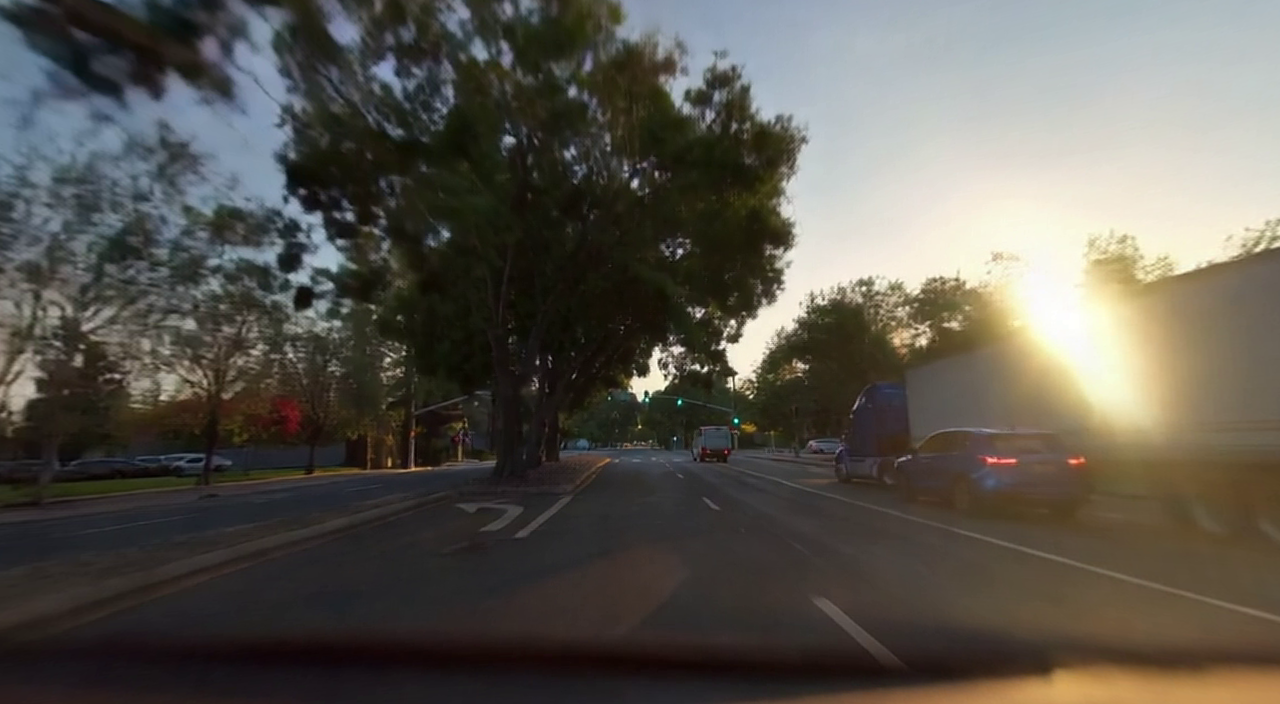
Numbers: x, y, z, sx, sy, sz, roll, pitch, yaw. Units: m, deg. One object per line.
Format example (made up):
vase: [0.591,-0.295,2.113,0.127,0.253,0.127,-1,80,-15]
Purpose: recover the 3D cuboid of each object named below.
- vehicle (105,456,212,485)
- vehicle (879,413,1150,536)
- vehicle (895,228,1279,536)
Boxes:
vehicle: [-27.691,6.802,36.525,4.505,1.457,2.003,3,-9,-25]
vehicle: [6.357,2.144,11.585,2.012,1.754,4.635,0,-9,-1]
vehicle: [10.351,1.089,13.310,2.975,4.201,17.050,0,-8,0]
